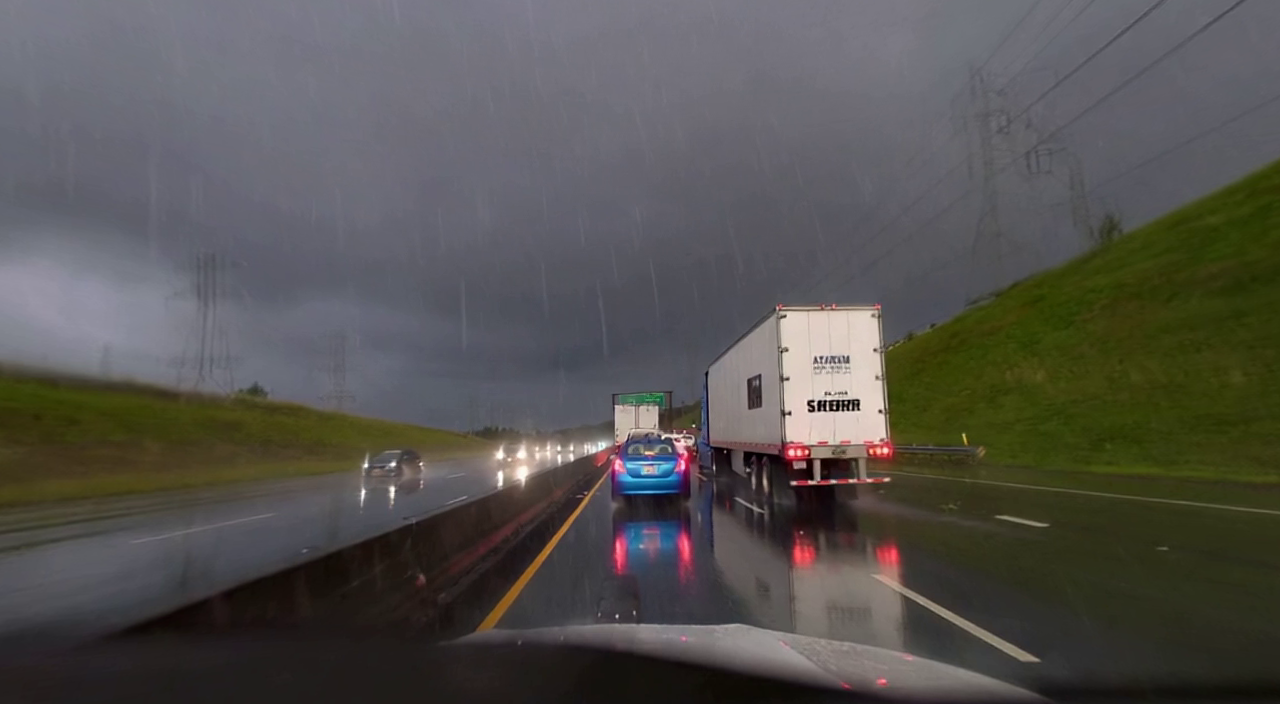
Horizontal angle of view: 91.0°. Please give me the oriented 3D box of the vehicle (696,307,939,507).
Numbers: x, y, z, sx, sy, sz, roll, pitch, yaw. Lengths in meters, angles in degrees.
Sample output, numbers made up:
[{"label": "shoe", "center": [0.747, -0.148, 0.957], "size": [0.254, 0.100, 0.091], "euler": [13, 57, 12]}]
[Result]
[{"label": "vehicle", "center": [4.238, 2.085, 20.004], "size": [3.138, 4.065, 14.276], "euler": [0, -8, -2]}]

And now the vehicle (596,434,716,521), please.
[{"label": "vehicle", "center": [0.255, 2.397, 12.579], "size": [2.045, 1.446, 3.597], "euler": [-1, -8, -1]}]

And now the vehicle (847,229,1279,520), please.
[{"label": "vehicle", "center": [8.658, 1.128, 15.084], "size": [2.845, 4.146, 12.401], "euler": [0, -8, -2]}]

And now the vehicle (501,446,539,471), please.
[{"label": "vehicle", "center": [-8.359, 7.391, 44.001], "size": [1.926, 1.606, 3.853], "euler": [-1, -8, 0]}]

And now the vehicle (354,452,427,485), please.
[{"label": "vehicle", "center": [-12.347, 5.765, 31.452], "size": [1.918, 1.457, 4.106], "euler": [-1, -8, 1]}]
